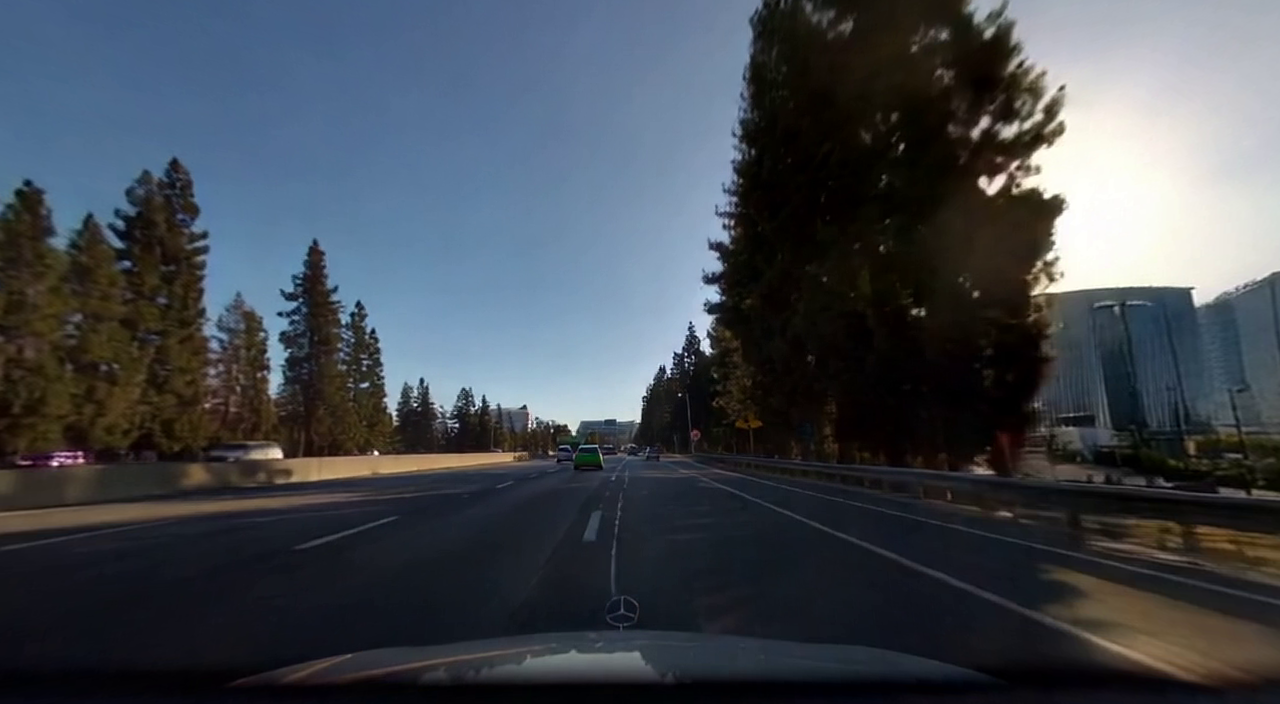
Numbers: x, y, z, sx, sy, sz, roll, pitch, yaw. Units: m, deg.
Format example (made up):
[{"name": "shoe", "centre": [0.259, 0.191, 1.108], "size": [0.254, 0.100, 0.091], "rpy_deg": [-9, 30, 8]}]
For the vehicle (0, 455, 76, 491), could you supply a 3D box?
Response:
[{"name": "vehicle", "centre": [-37.229, 7.207, 37.818], "size": [2.047, 1.936, 4.918], "rpy_deg": [0, -9, -1]}]

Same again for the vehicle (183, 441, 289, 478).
[{"name": "vehicle", "centre": [-26.079, 6.955, 41.075], "size": [2.619, 2.224, 6.343], "rpy_deg": [-1, -9, 1]}]

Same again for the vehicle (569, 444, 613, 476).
[{"name": "vehicle", "centre": [-2.972, 6.641, 39.007], "size": [2.302, 1.810, 4.707], "rpy_deg": [-1, -9, 1]}]
